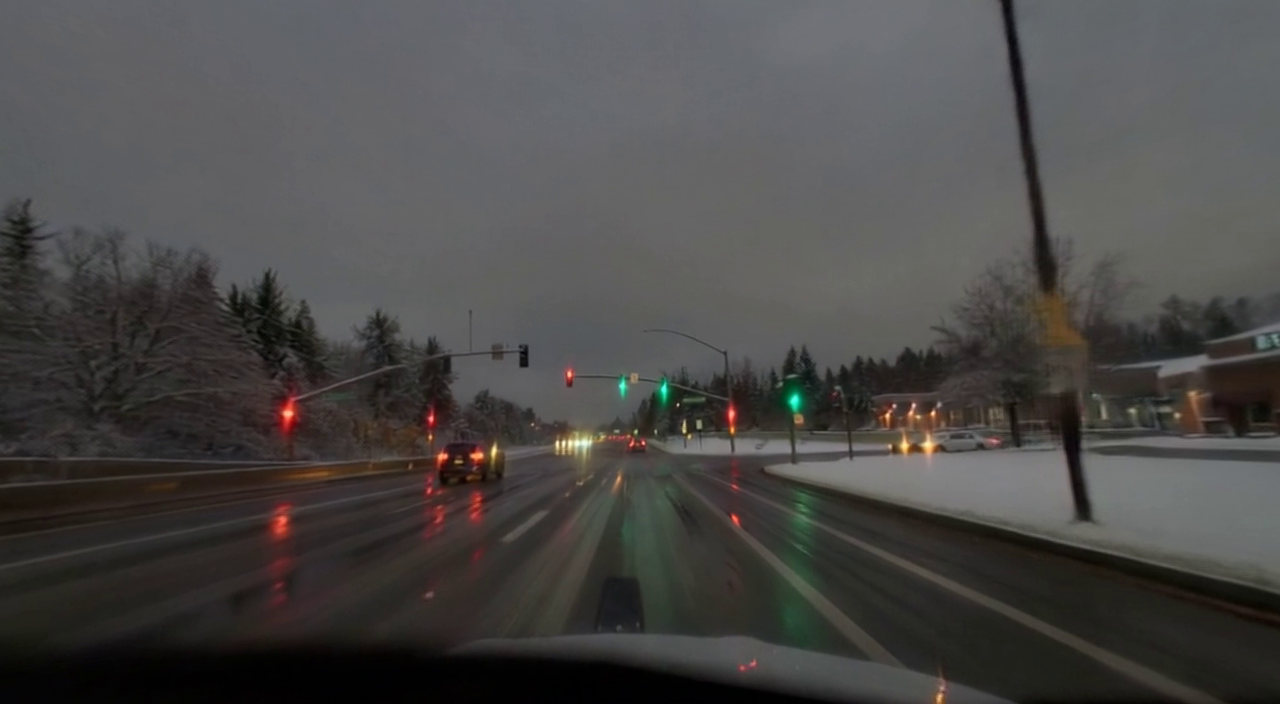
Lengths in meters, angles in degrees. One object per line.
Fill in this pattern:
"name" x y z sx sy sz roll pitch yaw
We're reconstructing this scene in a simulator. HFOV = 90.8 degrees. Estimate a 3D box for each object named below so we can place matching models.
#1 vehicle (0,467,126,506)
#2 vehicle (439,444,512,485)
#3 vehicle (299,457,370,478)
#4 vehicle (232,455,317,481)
"vehicle" -24.700 5.612 26.534 4.403 1.465 1.928 0 -9 -3
"vehicle" -6.398 4.409 25.100 1.928 1.451 4.219 0 -9 -3
"vehicle" -22.716 8.602 47.100 4.298 1.466 1.921 -1 -9 3
"vehicle" -25.665 8.123 44.432 4.722 1.741 2.142 -1 -9 7
